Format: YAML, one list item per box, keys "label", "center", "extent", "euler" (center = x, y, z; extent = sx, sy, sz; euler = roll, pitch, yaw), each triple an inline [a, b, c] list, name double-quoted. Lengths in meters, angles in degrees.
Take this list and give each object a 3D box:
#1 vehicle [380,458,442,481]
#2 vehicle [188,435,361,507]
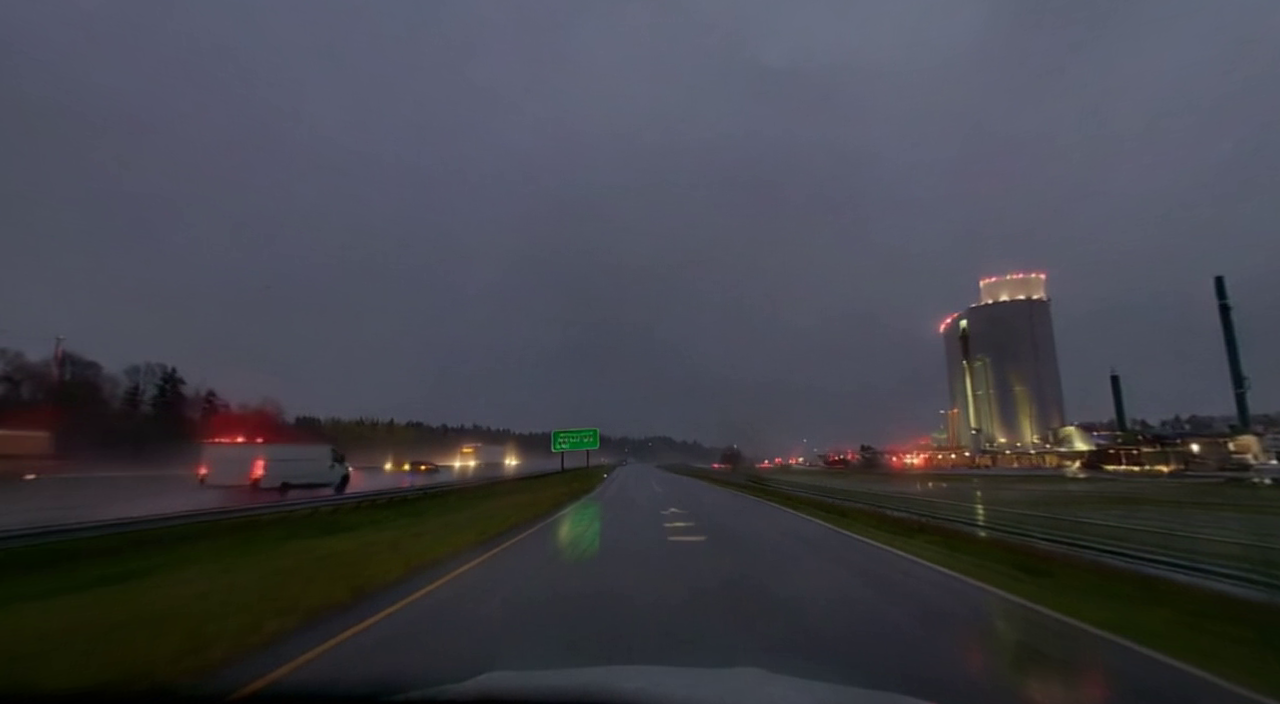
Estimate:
- label: "vehicle"
  center: [-16.754, 8.609, 46.463]
  extent: [2.230, 1.503, 4.692]
  euler: [-2, -9, 9]
- label: "vehicle"
  center: [-15.721, 5.167, 28.056]
  extent: [2.344, 2.702, 7.709]
  euler: [-1, -9, 7]
